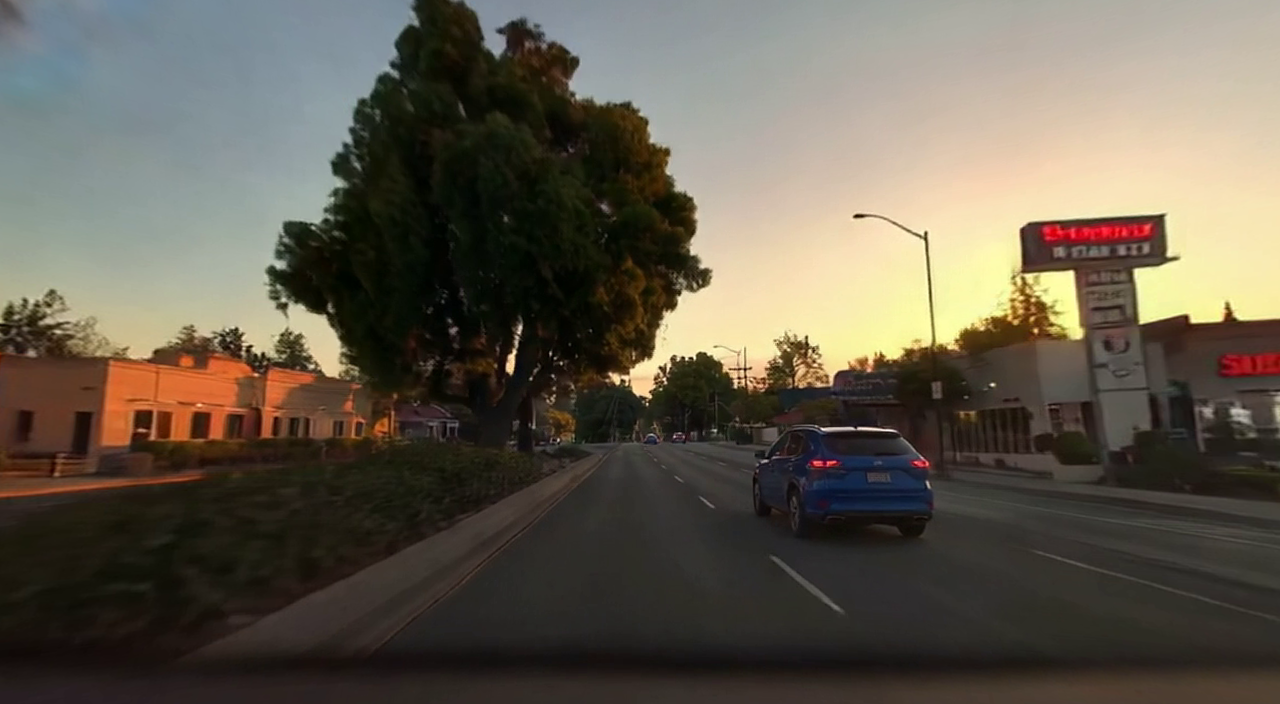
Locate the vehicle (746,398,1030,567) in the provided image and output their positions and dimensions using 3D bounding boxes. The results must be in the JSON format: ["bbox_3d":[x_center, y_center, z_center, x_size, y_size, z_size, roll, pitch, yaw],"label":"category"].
[{"bbox_3d":[3.047,1.733,9.122,2.130,1.790,4.615,0,-9,-1],"label":"vehicle"}]
